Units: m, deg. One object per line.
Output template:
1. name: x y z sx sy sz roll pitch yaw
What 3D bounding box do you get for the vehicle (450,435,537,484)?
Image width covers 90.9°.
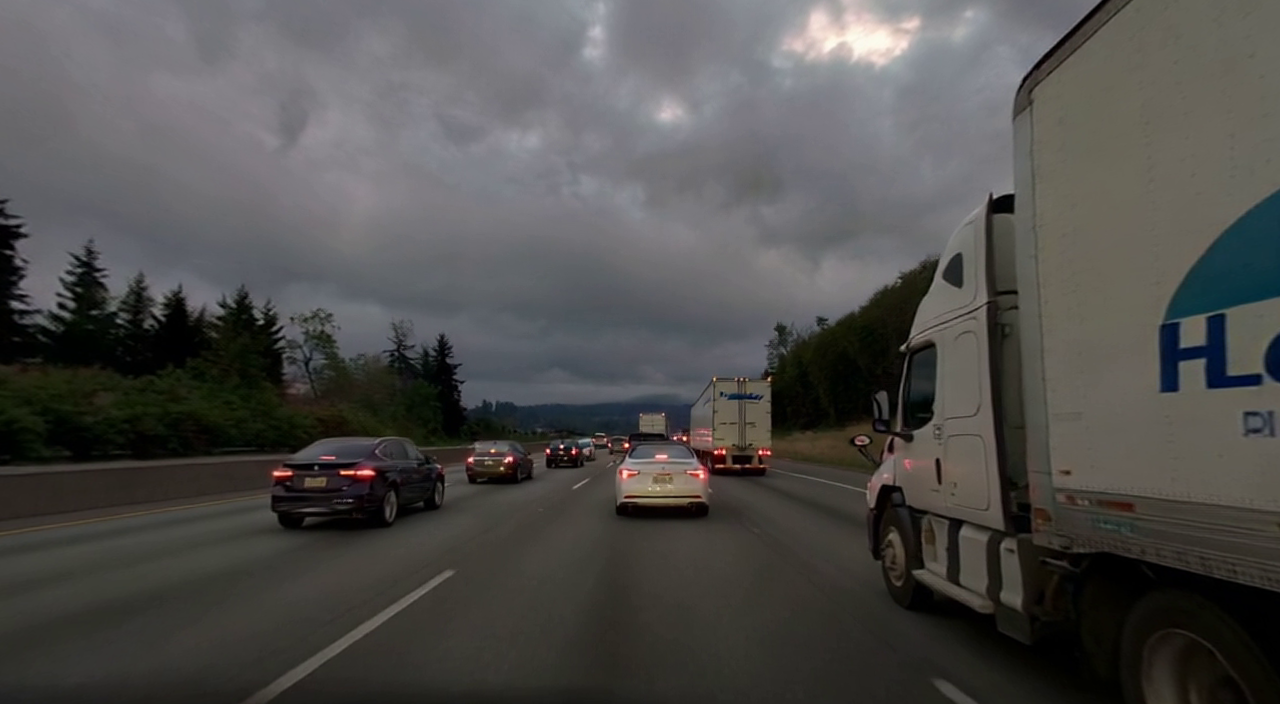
1. vehicle: -4.748 3.525 21.055 1.880 1.458 3.978 0 -8 1

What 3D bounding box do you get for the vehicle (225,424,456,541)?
1. vehicle: -4.459 1.950 10.111 1.821 1.514 3.677 0 -8 1

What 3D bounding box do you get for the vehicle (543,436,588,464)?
1. vehicle: -4.186 5.564 36.052 1.887 1.493 4.411 0 -8 1

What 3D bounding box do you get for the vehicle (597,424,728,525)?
1. vehicle: 0.350 2.096 11.346 1.973 1.505 3.568 0 -8 0

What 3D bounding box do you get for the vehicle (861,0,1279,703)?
1. vehicle: 4.030 -0.053 4.011 2.982 3.860 6.011 0 -8 0

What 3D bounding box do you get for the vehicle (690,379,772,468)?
1. vehicle: 4.773 4.269 36.285 2.892 4.101 14.252 0 -8 1
